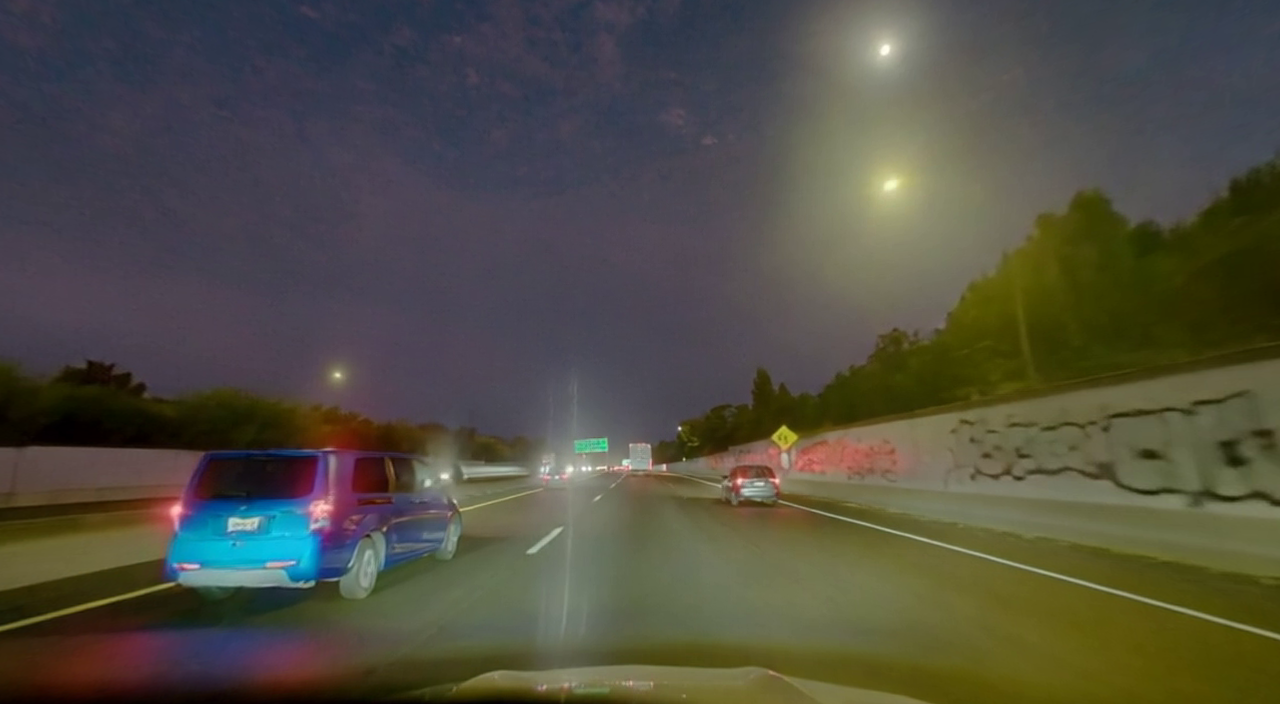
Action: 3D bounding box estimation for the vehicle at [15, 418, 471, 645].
[{"bbox_3d":[-3.484,1.708,6.883,2.004,1.610,4.508,1,-10,0],"label":"vehicle"}]

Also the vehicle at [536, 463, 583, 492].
[{"bbox_3d":[-4.330,6.828,34.480,2.054,1.443,4.131,1,-10,-1],"label":"vehicle"}]

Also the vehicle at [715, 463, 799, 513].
[{"bbox_3d":[3.768,4.469,21.063,1.917,1.458,4.199,1,-10,-2],"label":"vehicle"}]
